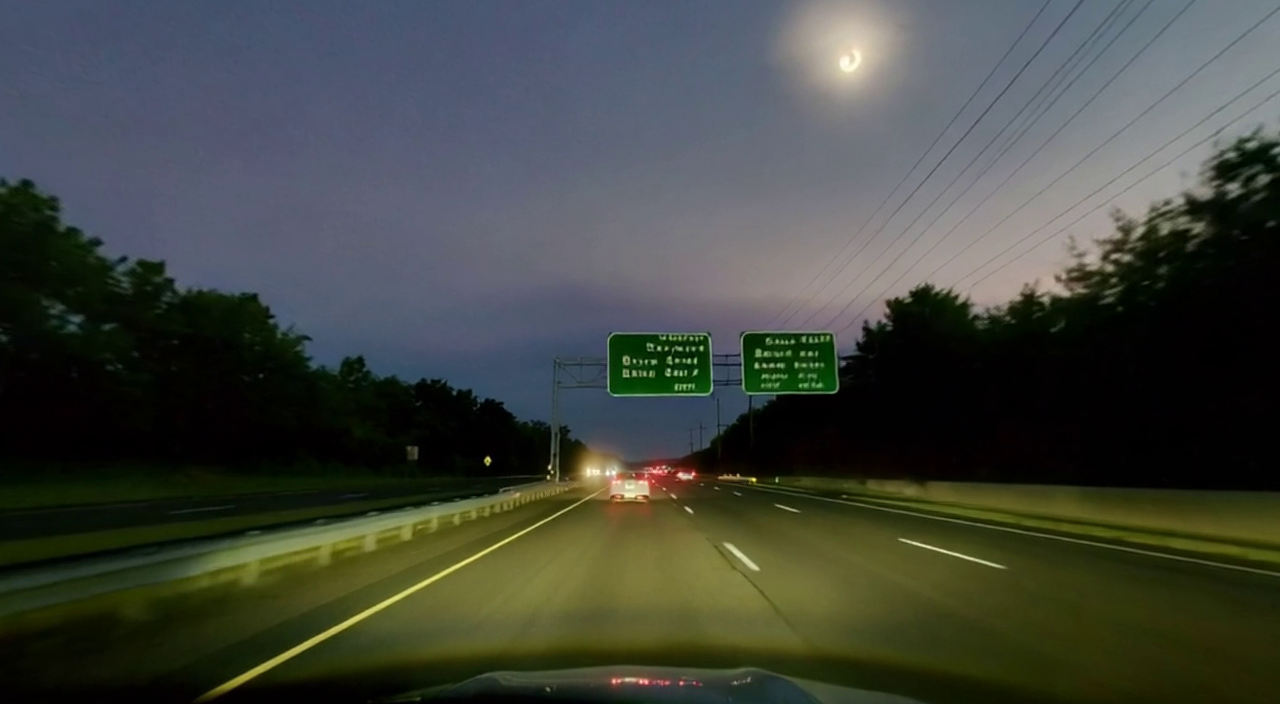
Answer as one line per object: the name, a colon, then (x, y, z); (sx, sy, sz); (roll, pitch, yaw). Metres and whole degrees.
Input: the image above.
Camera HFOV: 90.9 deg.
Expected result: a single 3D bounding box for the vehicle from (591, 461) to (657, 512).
vehicle: (-0.478, 4.431, 21.019); (1.987, 1.480, 3.786); (1, -10, 0)
